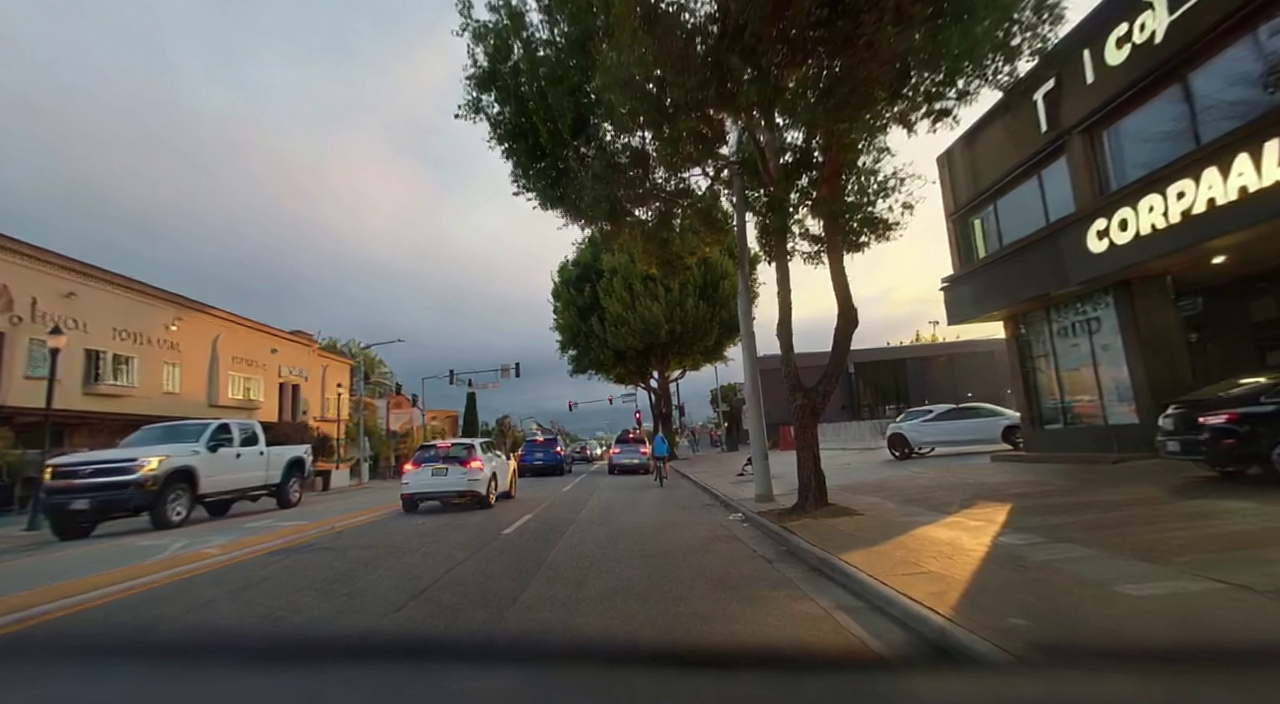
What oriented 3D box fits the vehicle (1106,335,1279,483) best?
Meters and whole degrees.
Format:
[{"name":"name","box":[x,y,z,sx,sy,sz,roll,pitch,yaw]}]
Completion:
[{"name":"vehicle","box":[8.892,0.777,7.891,4.853,1.528,2.039,1,-9,-10]}]

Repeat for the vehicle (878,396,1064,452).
[{"name":"vehicle","box":[9.095,2.032,17.500,4.159,1.416,2.049,2,-9,-14]}]

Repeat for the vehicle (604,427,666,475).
[{"name":"vehicle","box":[-0.282,4.321,27.632,2.426,1.882,5.027,0,-9,-2]}]

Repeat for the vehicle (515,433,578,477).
[{"name":"vehicle","box":[-3.937,4.419,27.275,2.046,1.750,4.452,0,-9,0]}]

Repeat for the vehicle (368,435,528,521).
[{"name":"vehicle","box":[-3.712,2.511,13.118,2.064,1.486,4.140,0,-9,-1]}]

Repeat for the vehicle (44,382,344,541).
[{"name":"vehicle","box":[-13.167,3.342,20.022,3.062,3.442,8.771,-9,-9,0]}]
